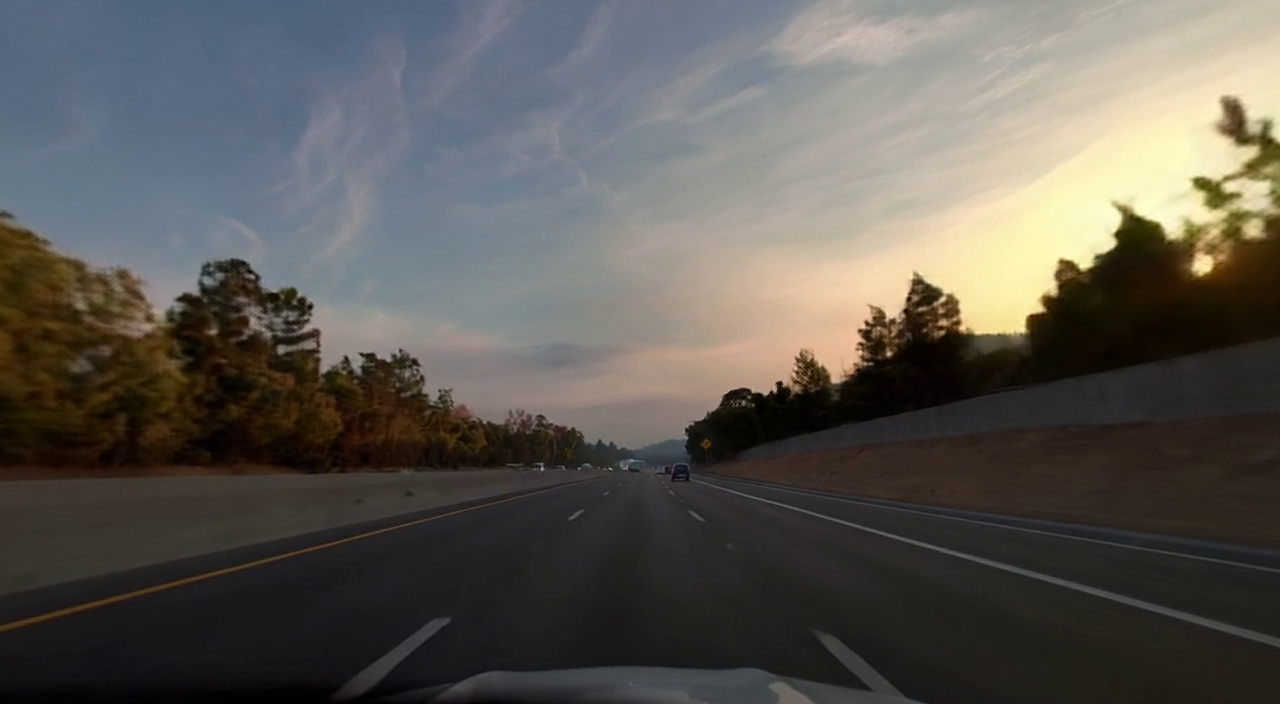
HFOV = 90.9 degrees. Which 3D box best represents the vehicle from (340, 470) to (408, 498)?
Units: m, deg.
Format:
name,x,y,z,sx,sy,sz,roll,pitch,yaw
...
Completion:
name,x,y,z,sx,sy,sz,roll,pitch,yaw
vehicle,-14.929,7.426,35.659,1.851,1.454,4.504,1,-10,0
